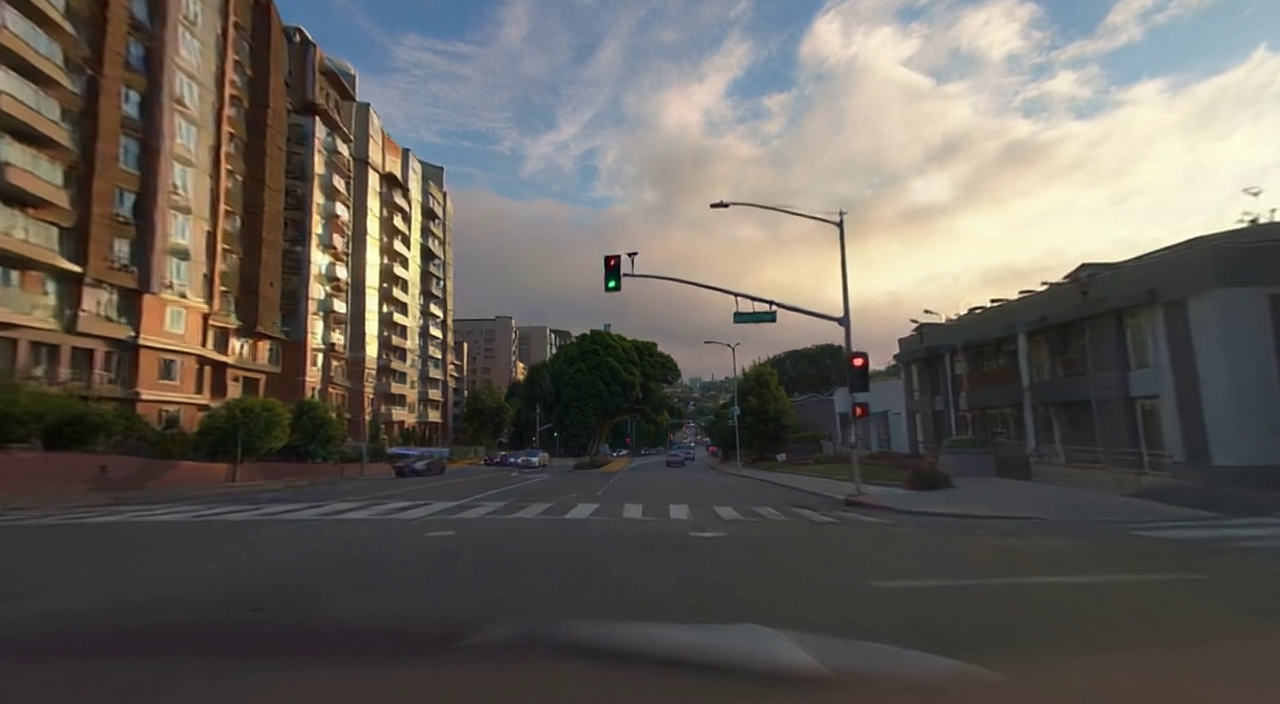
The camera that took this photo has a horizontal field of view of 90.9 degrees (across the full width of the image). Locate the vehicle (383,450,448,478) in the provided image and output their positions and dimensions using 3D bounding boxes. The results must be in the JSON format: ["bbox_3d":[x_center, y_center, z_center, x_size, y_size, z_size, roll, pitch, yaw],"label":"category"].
[{"bbox_3d":[-12.900,6.449,36.531,1.965,1.474,4.376,-1,-9,4],"label":"vehicle"}]

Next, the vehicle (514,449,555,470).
[{"bbox_3d":[-7.926,8.107,47.758,1.939,1.482,4.673,-1,-9,5],"label":"vehicle"}]
